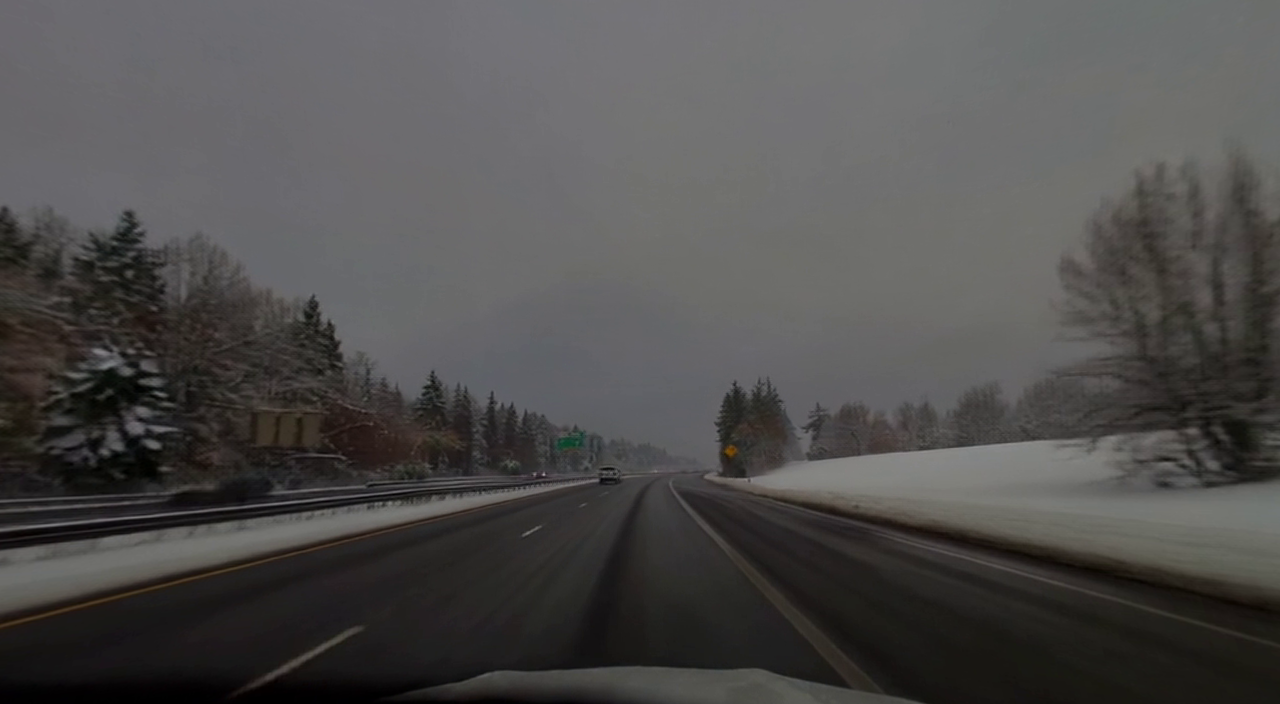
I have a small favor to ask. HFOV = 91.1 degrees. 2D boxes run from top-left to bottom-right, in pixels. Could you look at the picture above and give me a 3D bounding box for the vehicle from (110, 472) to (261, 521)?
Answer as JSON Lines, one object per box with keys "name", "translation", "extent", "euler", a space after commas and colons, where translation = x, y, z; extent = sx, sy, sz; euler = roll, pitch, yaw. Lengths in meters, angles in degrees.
{"name": "vehicle", "translation": [-16.119, 5.122, 22.671], "extent": [1.950, 1.526, 4.557], "euler": [1, -11, 1]}
